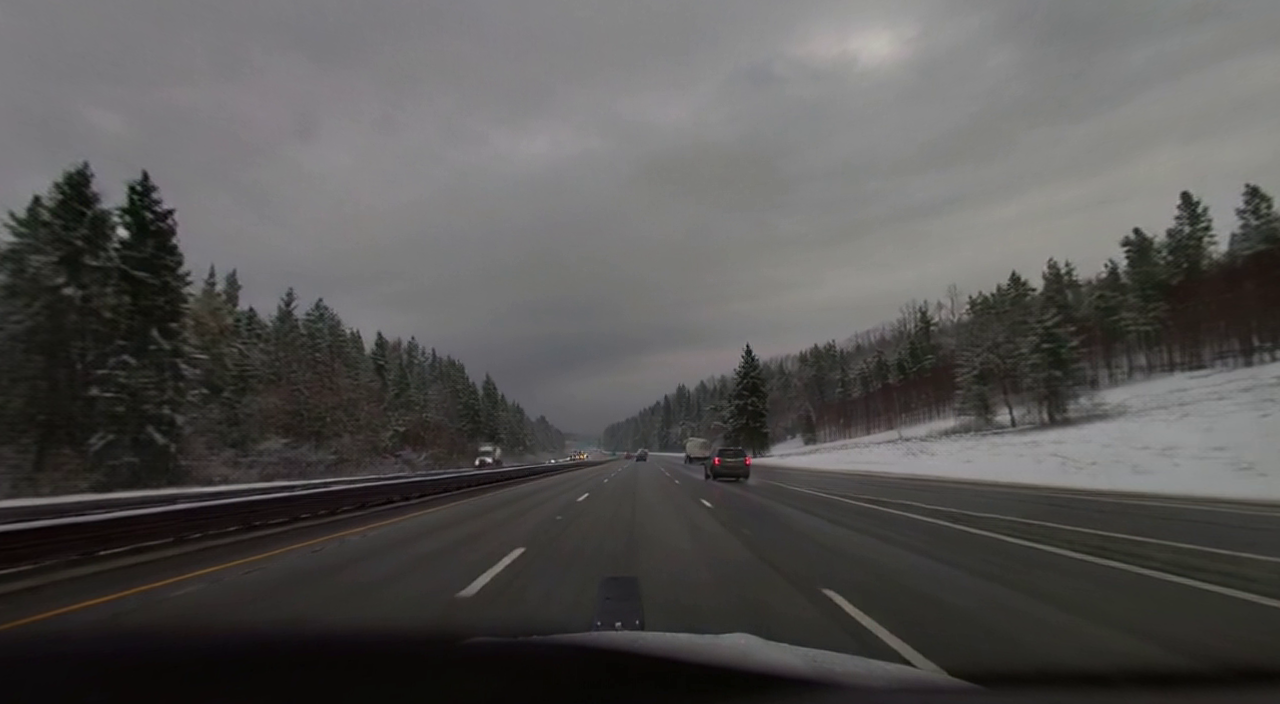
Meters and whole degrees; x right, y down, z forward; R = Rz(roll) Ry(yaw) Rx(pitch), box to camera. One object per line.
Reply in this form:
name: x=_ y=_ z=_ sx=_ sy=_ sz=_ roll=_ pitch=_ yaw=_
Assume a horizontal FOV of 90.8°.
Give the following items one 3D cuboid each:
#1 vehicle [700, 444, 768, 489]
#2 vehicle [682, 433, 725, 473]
vehicle: x=3.558 y=4.416 z=24.602 sx=2.019 sy=1.601 sz=3.953 roll=0 pitch=-9 yaw=-1
vehicle: x=4.286 y=6.973 z=43.768 sx=2.300 sy=2.564 sz=5.643 roll=0 pitch=-9 yaw=-1
